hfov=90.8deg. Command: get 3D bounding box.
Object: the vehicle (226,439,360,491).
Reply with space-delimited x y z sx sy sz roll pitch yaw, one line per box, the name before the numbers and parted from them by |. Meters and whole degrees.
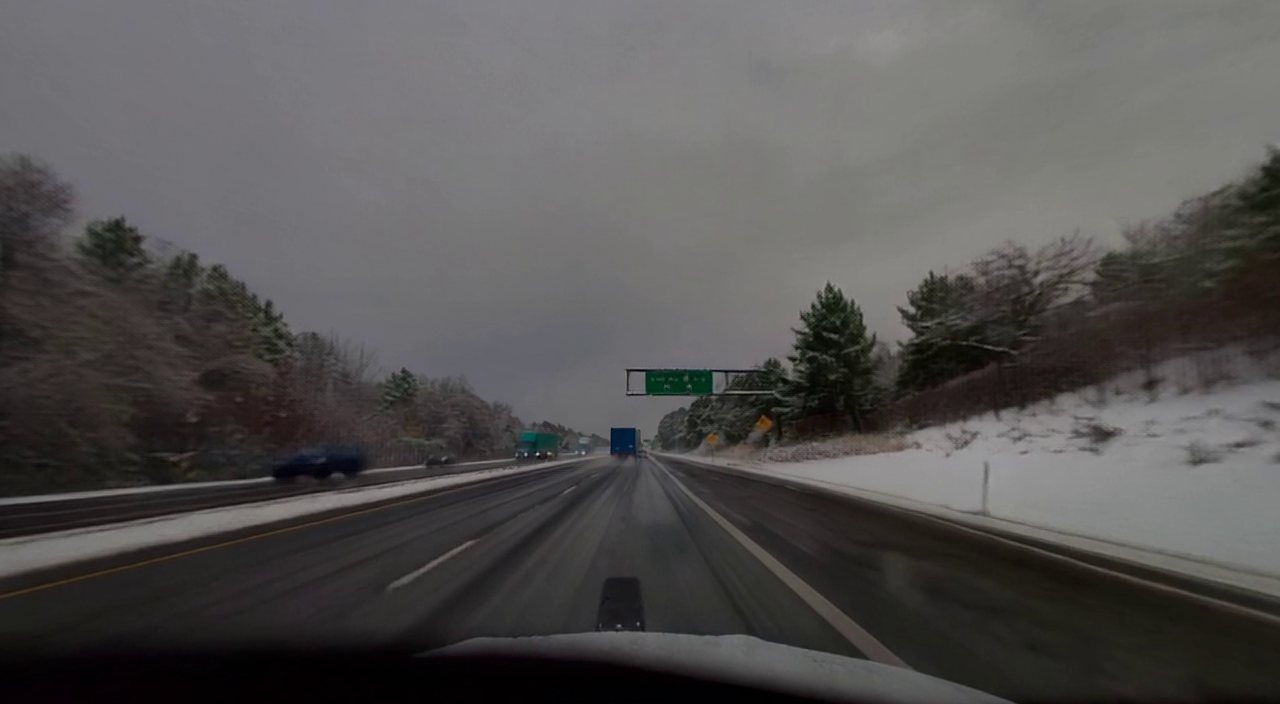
vehicle | -12.166 3.988 22.581 2.111 1.612 4.711 0 -9 0
